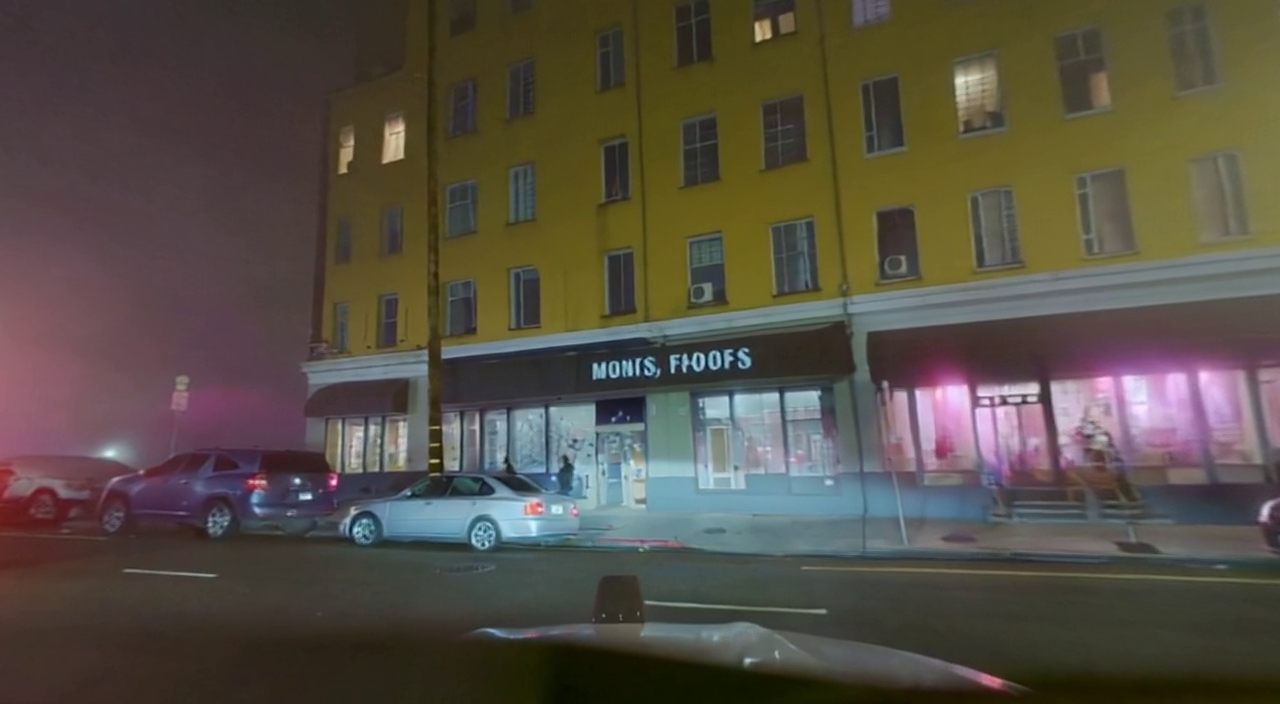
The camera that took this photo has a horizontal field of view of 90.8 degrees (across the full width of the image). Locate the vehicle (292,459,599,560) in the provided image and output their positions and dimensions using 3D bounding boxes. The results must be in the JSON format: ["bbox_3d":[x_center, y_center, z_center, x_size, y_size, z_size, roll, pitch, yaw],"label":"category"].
[{"bbox_3d":[-3.305,2.610,10.986,4.830,1.421,1.826,-3,-9,16],"label":"vehicle"}]

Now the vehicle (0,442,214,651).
[{"bbox_3d":[-6.379,1.560,5.705,4.330,1.458,1.932,-3,-9,20],"label":"vehicle"}]
